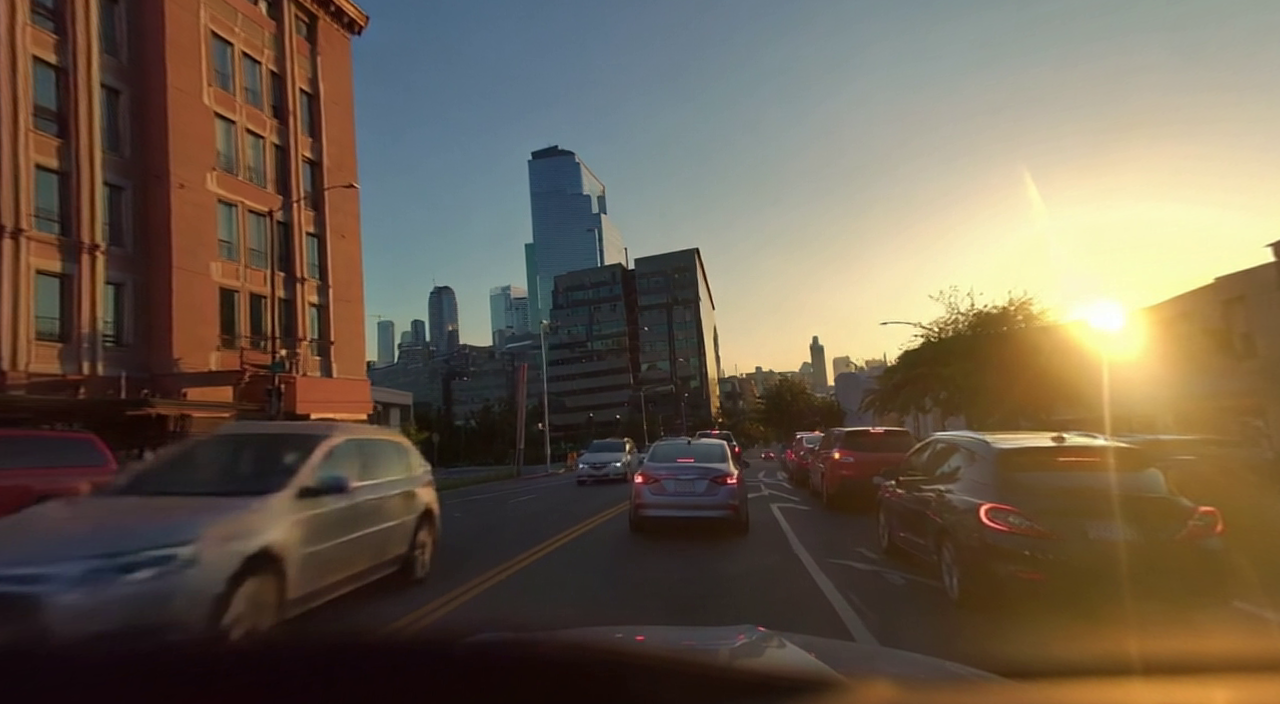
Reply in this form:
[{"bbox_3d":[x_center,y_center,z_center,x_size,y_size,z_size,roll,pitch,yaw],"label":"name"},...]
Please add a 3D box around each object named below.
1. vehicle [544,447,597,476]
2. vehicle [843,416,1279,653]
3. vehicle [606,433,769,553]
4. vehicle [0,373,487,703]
[{"bbox_3d":[-3.798,6.099,35.347,1.930,1.480,4.174,-1,-8,9],"label":"vehicle"},{"bbox_3d":[3.433,1.496,6.305,1.982,1.510,4.144,-1,-8,8],"label":"vehicle"},{"bbox_3d":[0.839,2.035,9.822,2.031,1.461,3.763,-1,-8,8],"label":"vehicle"},{"bbox_3d":[-3.180,1.312,5.667,2.030,1.730,4.453,-1,-8,7],"label":"vehicle"}]
